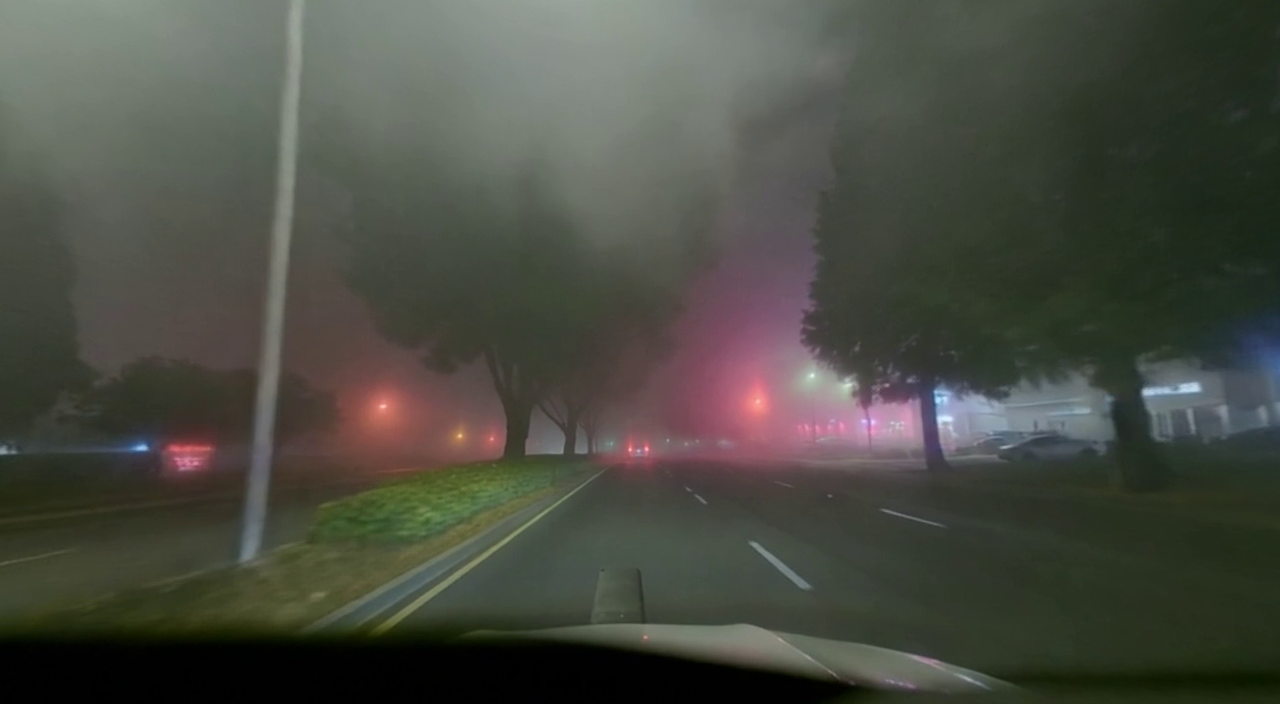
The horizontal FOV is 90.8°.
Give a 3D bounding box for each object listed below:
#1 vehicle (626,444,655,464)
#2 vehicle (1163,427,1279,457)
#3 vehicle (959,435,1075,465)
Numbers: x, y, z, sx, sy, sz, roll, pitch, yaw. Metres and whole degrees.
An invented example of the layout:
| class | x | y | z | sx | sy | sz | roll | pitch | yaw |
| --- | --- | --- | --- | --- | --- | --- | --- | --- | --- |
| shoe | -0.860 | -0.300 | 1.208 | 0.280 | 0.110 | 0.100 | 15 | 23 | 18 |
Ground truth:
| class | x | y | z | sx | sy | sz | roll | pitch | yaw |
| --- | --- | --- | --- | --- | --- | --- | --- | --- | --- |
| vehicle | -0.008 | 8.017 | 49.736 | 2.159 | 1.461 | 4.142 | 0 | -9 | -1 |
| vehicle | 31.480 | 4.889 | 34.198 | 1.927 | 1.464 | 4.368 | 3 | -9 | -23 |
| vehicle | 19.940 | 5.219 | 33.671 | 2.048 | 1.462 | 4.802 | 5 | -10 | -32 |
